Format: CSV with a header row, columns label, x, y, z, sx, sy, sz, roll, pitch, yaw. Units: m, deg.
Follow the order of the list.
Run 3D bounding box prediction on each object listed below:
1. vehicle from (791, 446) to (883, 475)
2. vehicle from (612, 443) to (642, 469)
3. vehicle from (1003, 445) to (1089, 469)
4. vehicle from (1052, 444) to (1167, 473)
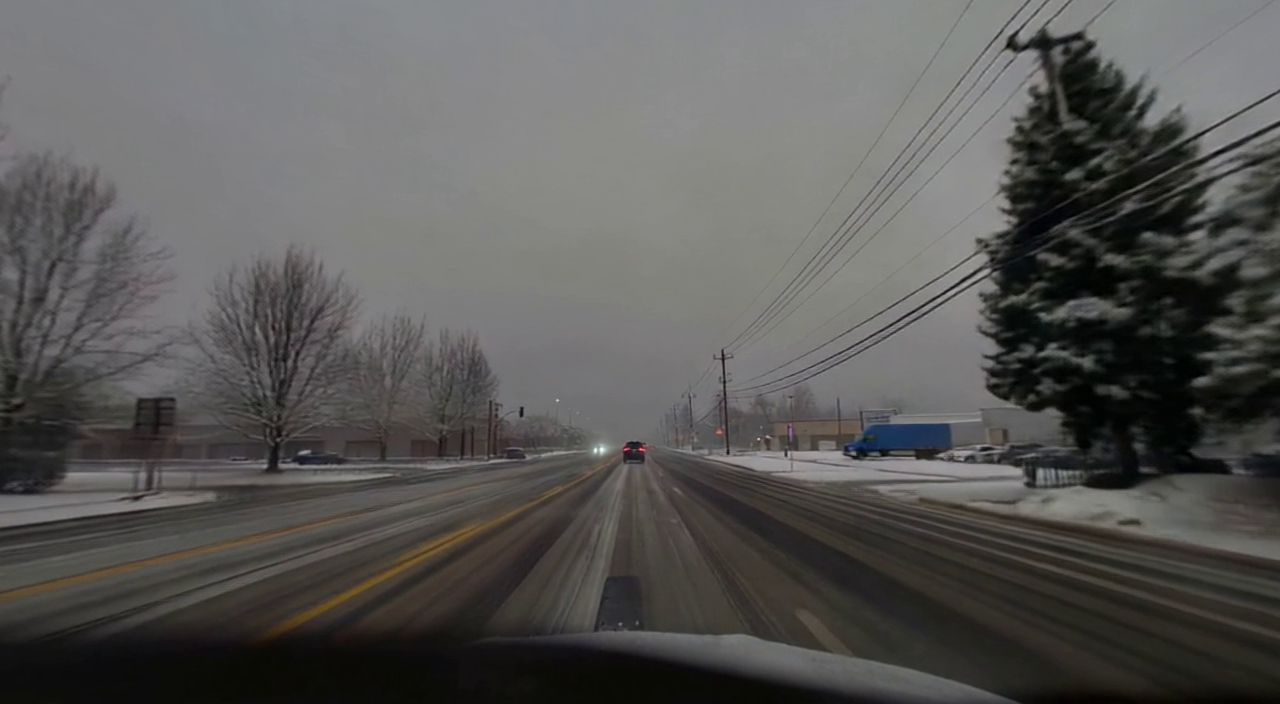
label,x,y,z,sx,sy,sz,roll,pitch,yaw
vehicle,11.683,6.449,37.690,4.758,1.496,1.871,-1,-9,-1
vehicle,-0.839,6.914,42.230,1.937,1.588,3.746,0,-8,-1
vehicle,25.736,6.657,40.177,4.134,1.441,1.836,-1,-8,2
vehicle,25.713,5.821,34.717,4.625,1.484,1.997,0,-8,1
